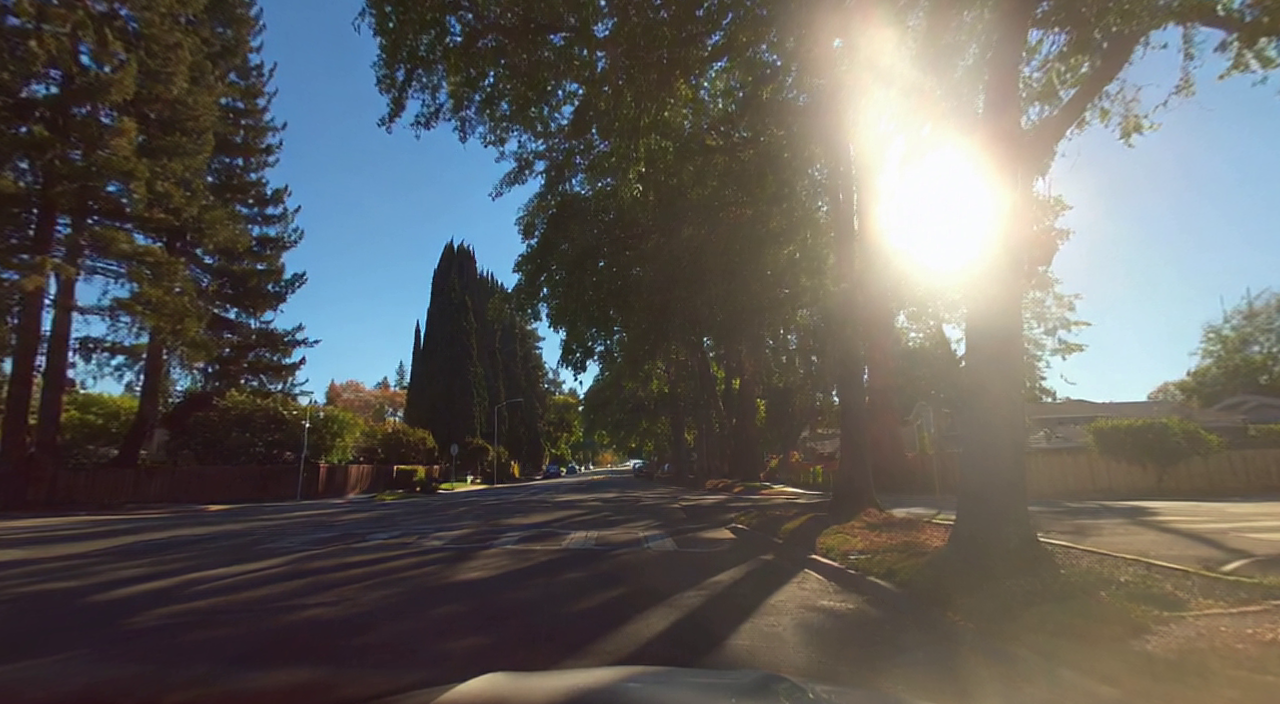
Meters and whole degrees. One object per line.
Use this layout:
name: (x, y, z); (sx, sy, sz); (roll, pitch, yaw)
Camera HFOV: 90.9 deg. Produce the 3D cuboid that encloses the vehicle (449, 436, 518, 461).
vehicle: (-11.678, 7.207, 47.244); (4.622, 1.782, 1.836); (0, -8, 1)
